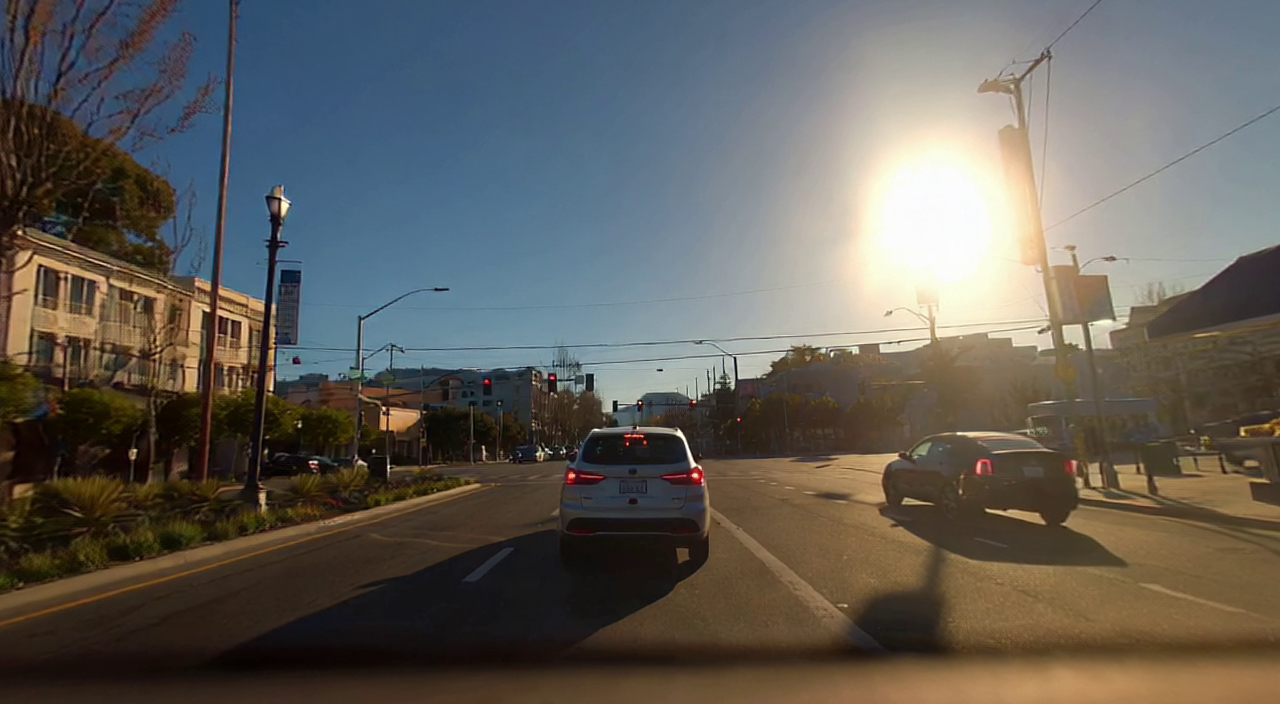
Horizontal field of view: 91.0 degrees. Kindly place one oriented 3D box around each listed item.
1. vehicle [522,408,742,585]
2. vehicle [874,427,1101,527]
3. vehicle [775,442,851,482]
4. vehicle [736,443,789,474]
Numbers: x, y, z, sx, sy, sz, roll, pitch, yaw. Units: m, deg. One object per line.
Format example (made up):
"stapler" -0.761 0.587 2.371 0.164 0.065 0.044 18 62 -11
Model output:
"vehicle" -0.063 1.691 8.116 2.115 1.700 3.901 0 -9 1
"vehicle" 6.664 2.434 12.866 2.072 1.652 4.611 0 -9 1
"vehicle" 6.852 4.404 25.424 1.833 1.452 4.237 0 -9 -1
"vehicle" 6.259 5.460 32.634 1.961 1.477 4.454 0 -9 2
